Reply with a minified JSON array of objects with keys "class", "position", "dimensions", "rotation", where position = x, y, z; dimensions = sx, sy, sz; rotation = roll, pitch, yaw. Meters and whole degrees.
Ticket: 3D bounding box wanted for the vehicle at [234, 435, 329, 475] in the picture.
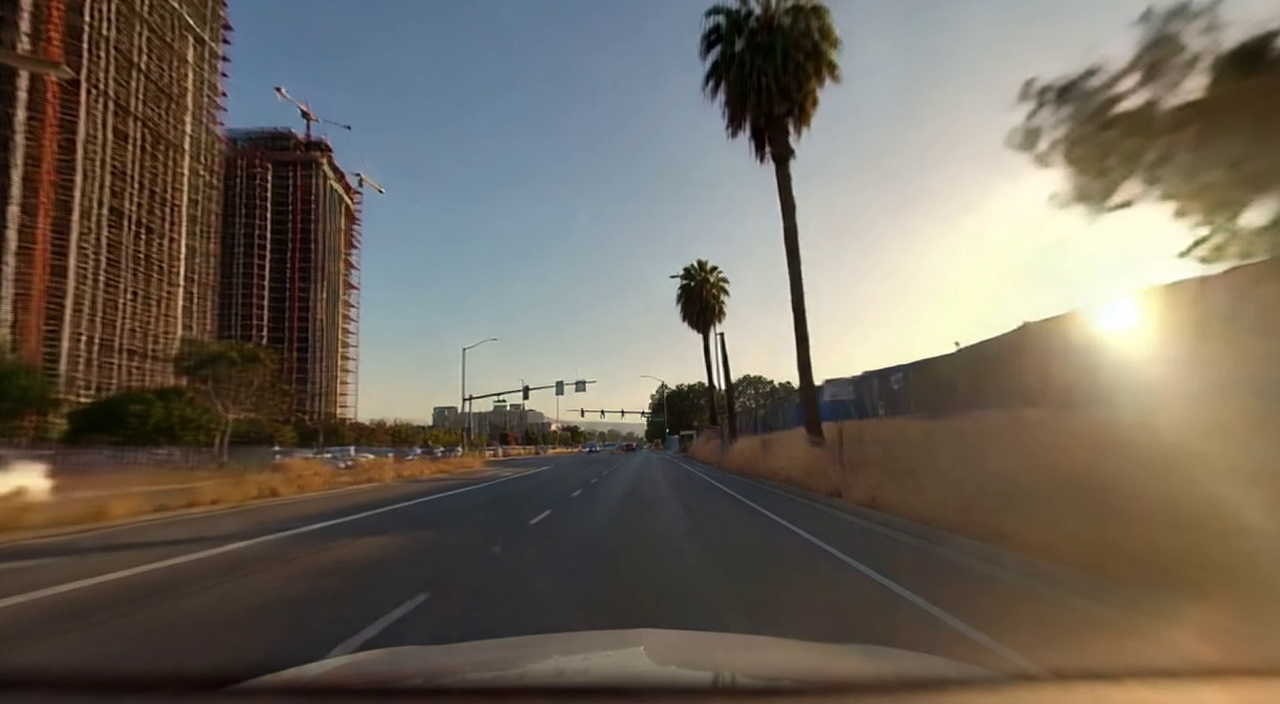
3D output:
[{"class":"vehicle","position":[-26.512,7.571,46.576],"dimensions":[6.454,2.718,3.175],"rotation":[-5,-10,31]}]
